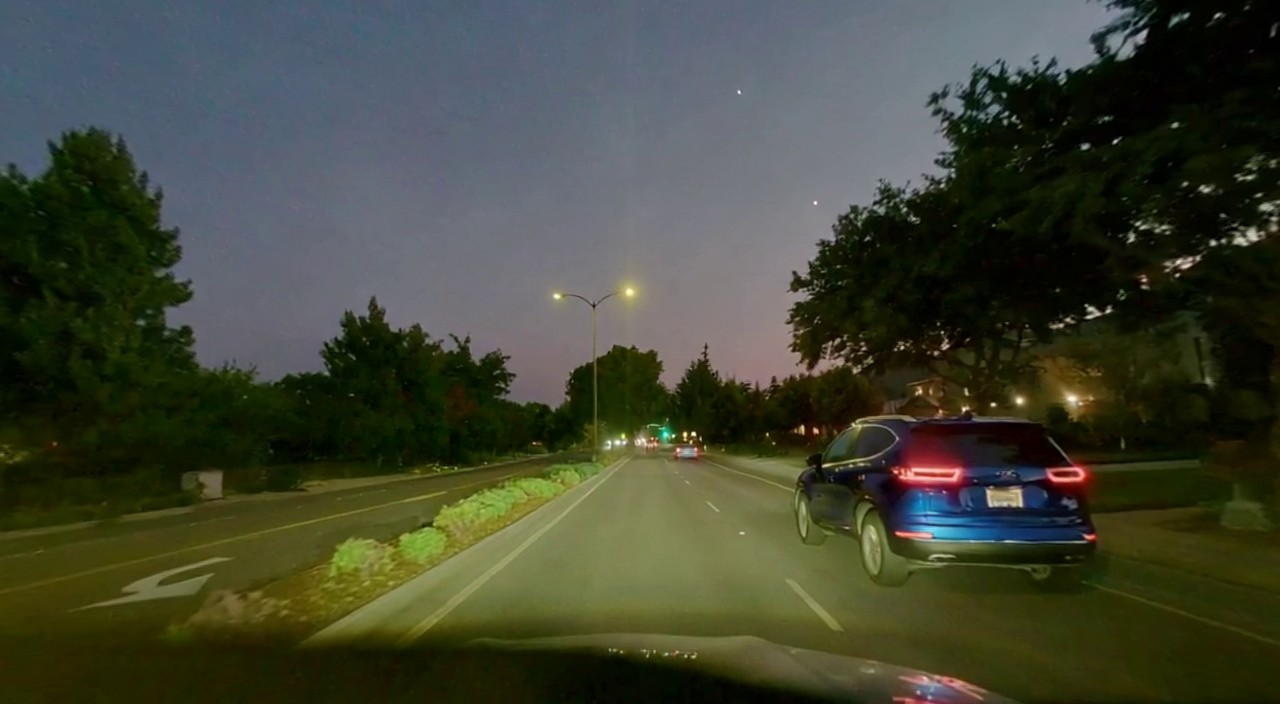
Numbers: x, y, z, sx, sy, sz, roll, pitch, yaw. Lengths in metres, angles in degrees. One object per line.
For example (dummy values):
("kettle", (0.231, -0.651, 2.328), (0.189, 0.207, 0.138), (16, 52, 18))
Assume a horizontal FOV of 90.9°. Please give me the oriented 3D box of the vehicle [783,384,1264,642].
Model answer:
("vehicle", (3.183, 1.448, 6.747), (2.180, 1.773, 4.639), (0, -8, 0))
